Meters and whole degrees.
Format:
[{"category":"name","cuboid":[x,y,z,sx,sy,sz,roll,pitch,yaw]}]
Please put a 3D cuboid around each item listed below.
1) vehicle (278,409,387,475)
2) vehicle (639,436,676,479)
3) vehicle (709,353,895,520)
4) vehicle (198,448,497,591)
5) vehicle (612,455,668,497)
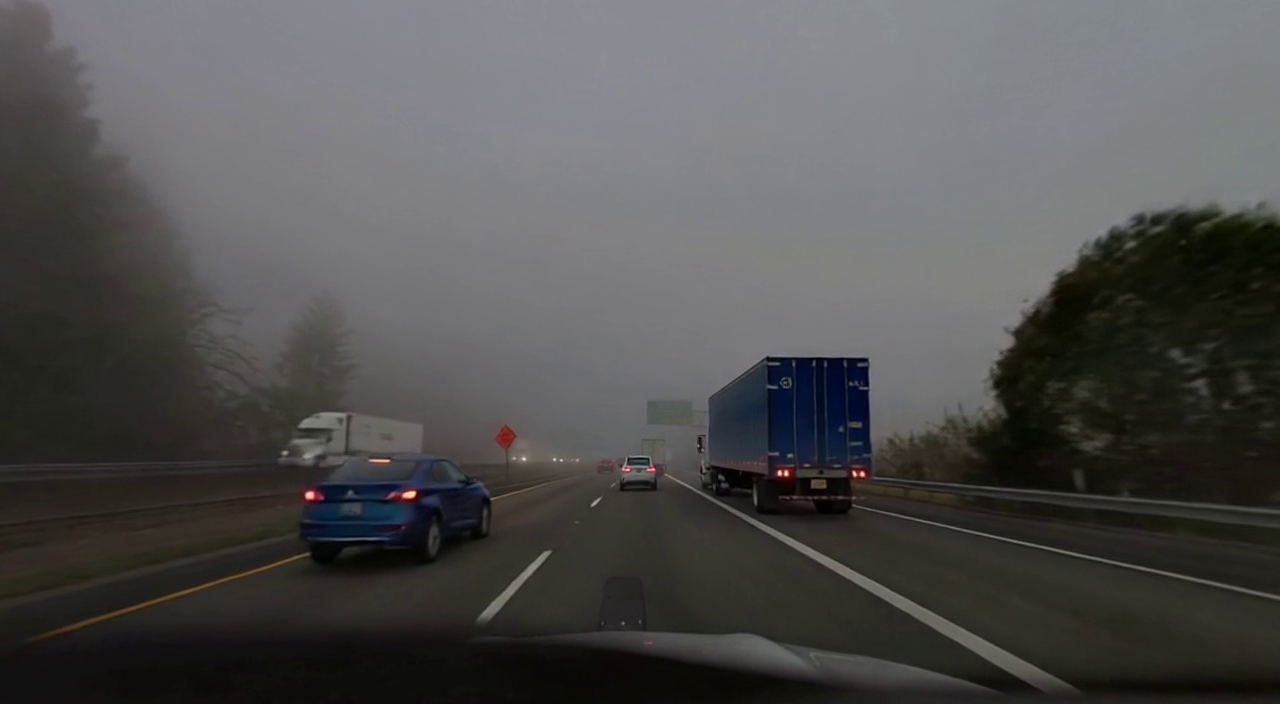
[{"category":"vehicle","cuboid":[-19.811,5.973,41.396,2.967,3.881,8.316,0,-9,-1]},{"category":"vehicle","cuboid":[1.450,8.116,48.449,2.650,2.978,6.937,0,-10,3]},{"category":"vehicle","cuboid":[4.659,3.122,22.189,2.877,4.035,13.897,0,-9,0]},{"category":"vehicle","cuboid":[-3.532,2.083,8.700,2.105,1.467,4.099,0,-9,1]},{"category":"vehicle","cuboid":[-0.005,4.986,25.720,2.089,1.516,4.191,0,-9,-1]}]
